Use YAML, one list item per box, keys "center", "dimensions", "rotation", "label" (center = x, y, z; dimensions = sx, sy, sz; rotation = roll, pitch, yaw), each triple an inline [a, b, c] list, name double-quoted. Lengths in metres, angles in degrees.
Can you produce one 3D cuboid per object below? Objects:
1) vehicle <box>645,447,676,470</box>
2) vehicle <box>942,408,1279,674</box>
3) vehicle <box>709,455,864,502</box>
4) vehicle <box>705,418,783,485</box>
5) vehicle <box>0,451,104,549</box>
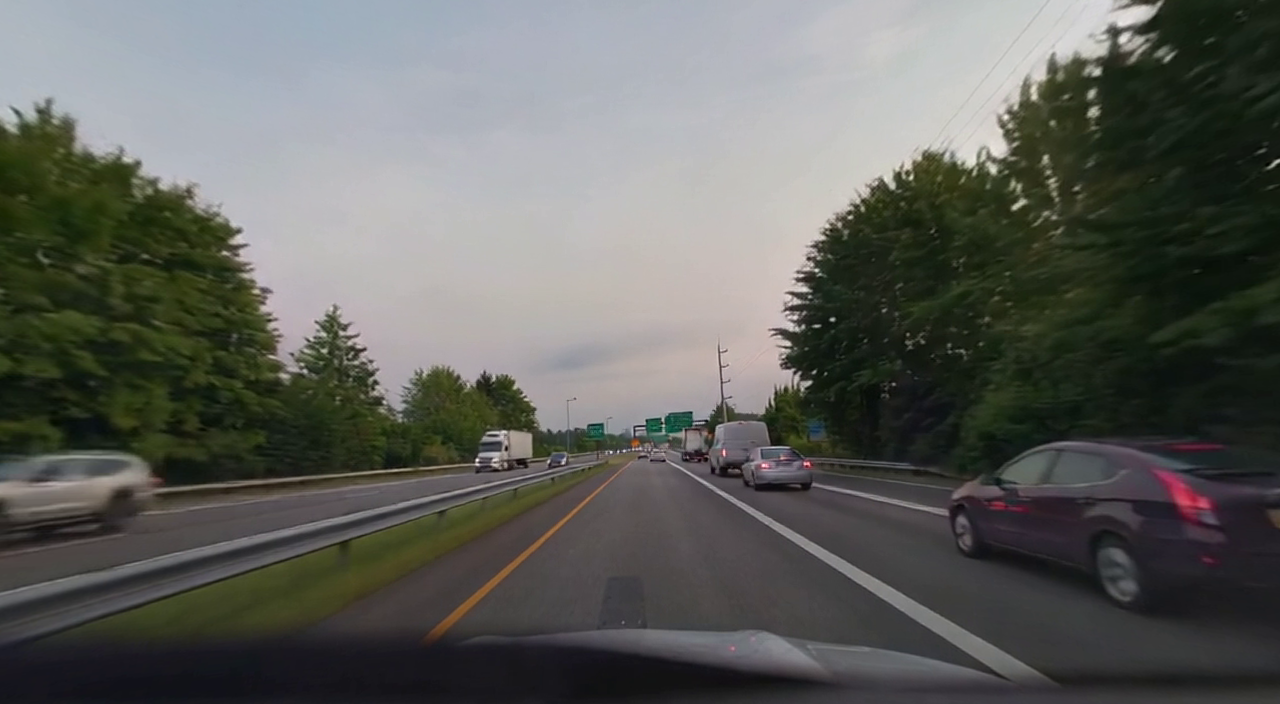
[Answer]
- center: [1.398, 7.412, 44.004]
  dimensions: [2.049, 1.500, 3.790]
  rotation: [0, -9, 1]
  label: "vehicle"
- center: [4.497, 1.366, 5.512]
  dimensions: [1.873, 1.519, 3.607]
  rotation: [0, -9, 0]
  label: "vehicle"
- center: [4.642, 4.458, 23.439]
  dimensions: [2.472, 1.036, 13.239]
  rotation: [-1, -9, -1]
  label: "vehicle"
- center: [4.717, 4.662, 29.736]
  dimensions: [2.569, 2.783, 5.984]
  rotation: [0, -9, -1]
  label: "vehicle"
- center: [-12.644, 2.769, 11.493]
  dimensions: [1.899, 1.750, 4.339]
  rotation: [-4, -9, 0]
  label: "vehicle"
